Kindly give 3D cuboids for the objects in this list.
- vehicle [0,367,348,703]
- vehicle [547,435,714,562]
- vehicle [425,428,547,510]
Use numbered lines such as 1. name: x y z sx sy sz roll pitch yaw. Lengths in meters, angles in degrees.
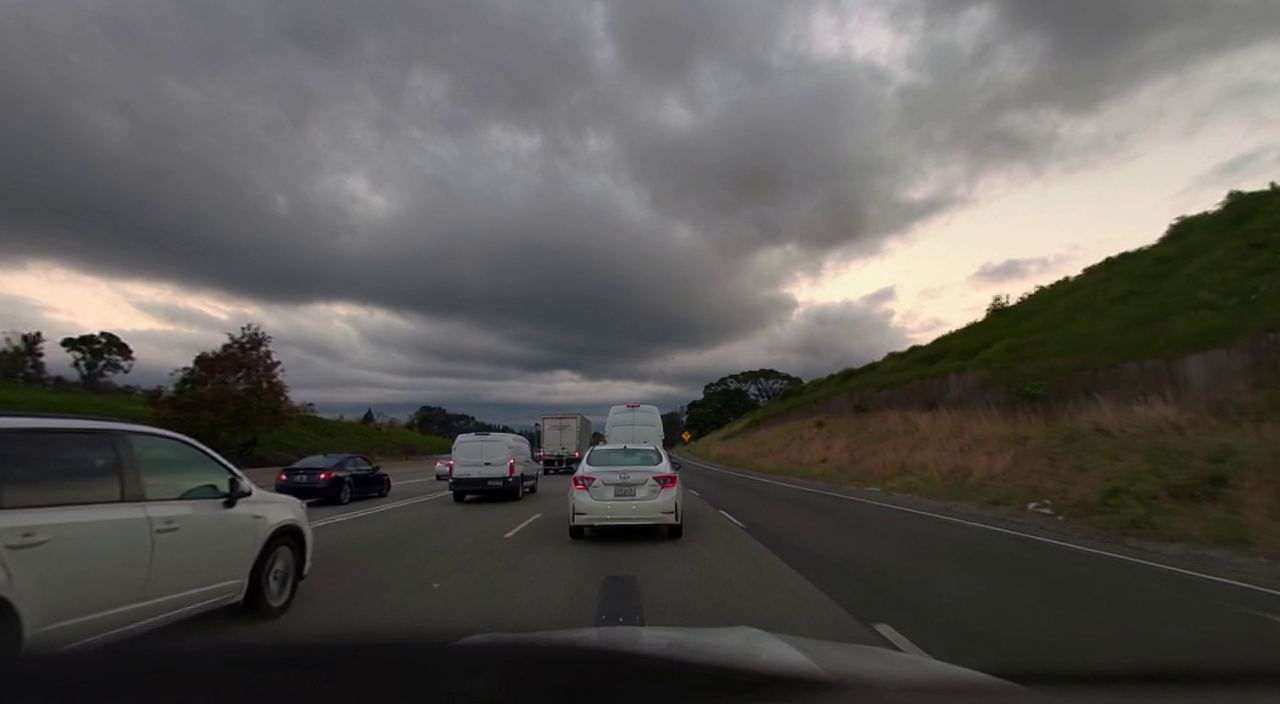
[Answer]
1. vehicle: -3.634 1.027 3.354 2.029 1.656 4.437 0 -9 0
2. vehicle: -0.137 2.026 9.334 1.995 1.495 3.380 0 -9 -1
3. vehicle: -3.982 3.122 17.246 2.055 1.913 4.584 -1 -9 2
